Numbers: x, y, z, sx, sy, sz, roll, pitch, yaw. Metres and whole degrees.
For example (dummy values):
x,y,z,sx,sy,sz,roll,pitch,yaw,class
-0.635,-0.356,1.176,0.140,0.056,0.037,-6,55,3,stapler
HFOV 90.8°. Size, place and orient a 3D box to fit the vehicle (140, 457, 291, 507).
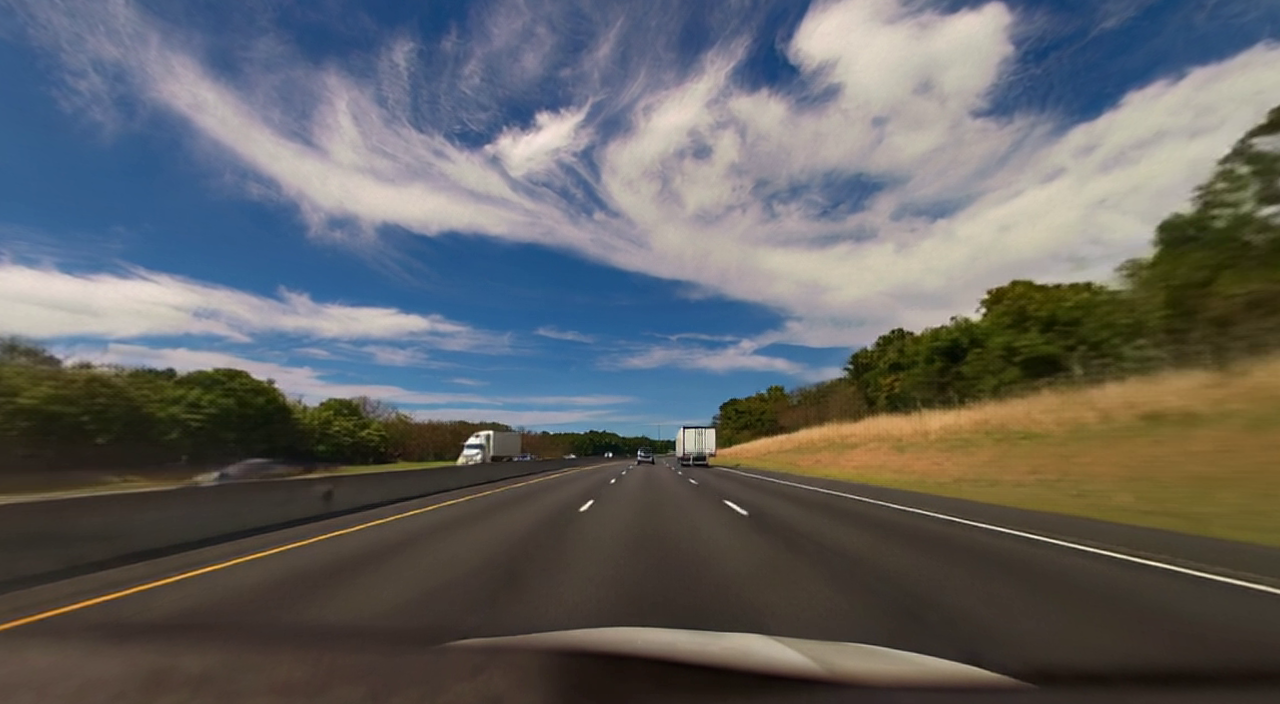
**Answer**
x,y,z,sx,sy,sz,roll,pitch,yaw,class
-14.417,4.406,21.844,1.916,1.460,4.715,0,-9,1,vehicle
